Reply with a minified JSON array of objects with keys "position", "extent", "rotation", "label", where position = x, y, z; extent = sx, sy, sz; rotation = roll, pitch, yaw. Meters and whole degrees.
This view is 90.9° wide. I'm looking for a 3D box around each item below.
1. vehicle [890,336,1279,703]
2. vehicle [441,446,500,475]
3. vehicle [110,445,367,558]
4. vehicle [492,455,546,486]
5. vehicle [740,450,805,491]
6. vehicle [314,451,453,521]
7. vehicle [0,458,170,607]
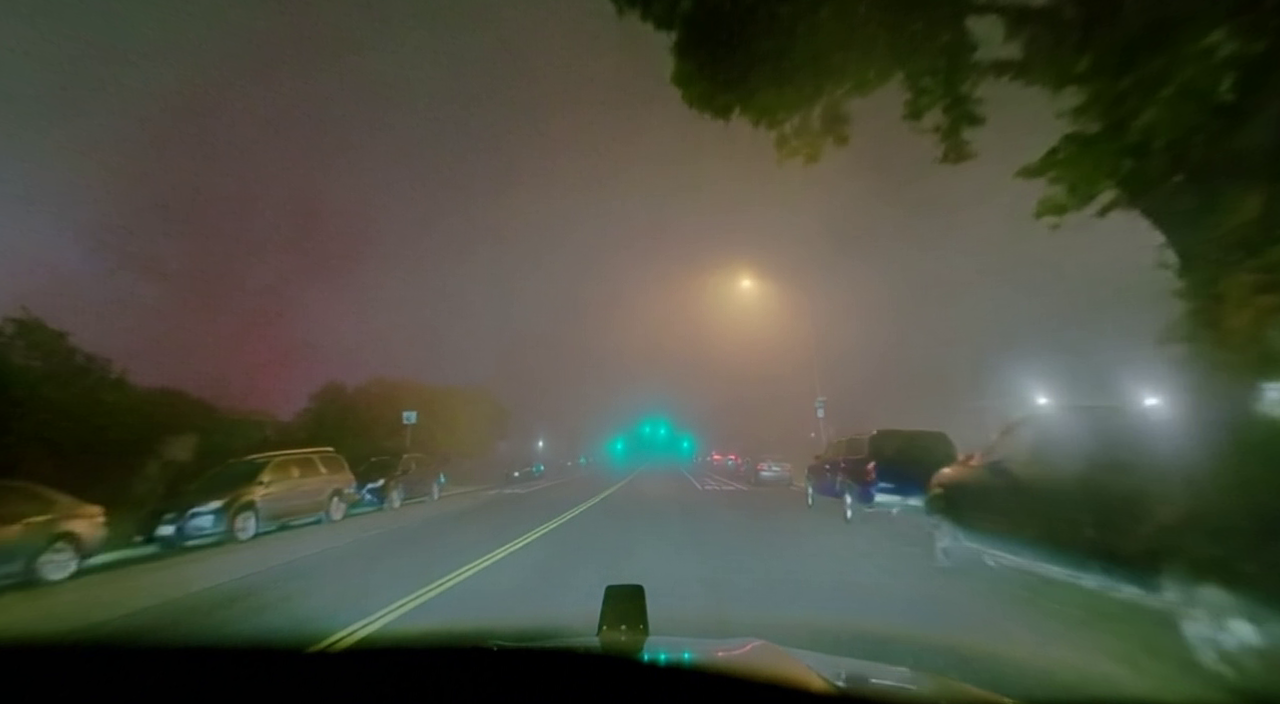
[{"position":[4.416,1.178,4.962],"extent":[2.434,1.948,6.400],"rotation":[0,-8,2],"label":"vehicle"},{"position":[-12.303,7.857,45.794],"extent":[3.513,1.829,1.976],"rotation":[-1,-7,12],"label":"vehicle"},{"position":[-7.426,2.739,12.407],"extent":[1.973,1.755,4.528],"rotation":[-1,-8,1],"label":"vehicle"},{"position":[-6.524,6.407,34.443],"extent":[1.903,1.463,4.526],"rotation":[-1,-8,2],"label":"vehicle"},{"position":[5.177,4.656,25.142],"extent":[1.704,1.445,4.492],"rotation":[0,-8,1],"label":"vehicle"},{"position":[-7.204,3.761,18.325],"extent":[1.996,1.628,4.603],"rotation":[-1,-8,2],"label":"vehicle"},{"position":[-7.591,1.907,6.509],"extent":[1.948,1.477,4.518],"rotation":[-2,-9,1],"label":"vehicle"}]
